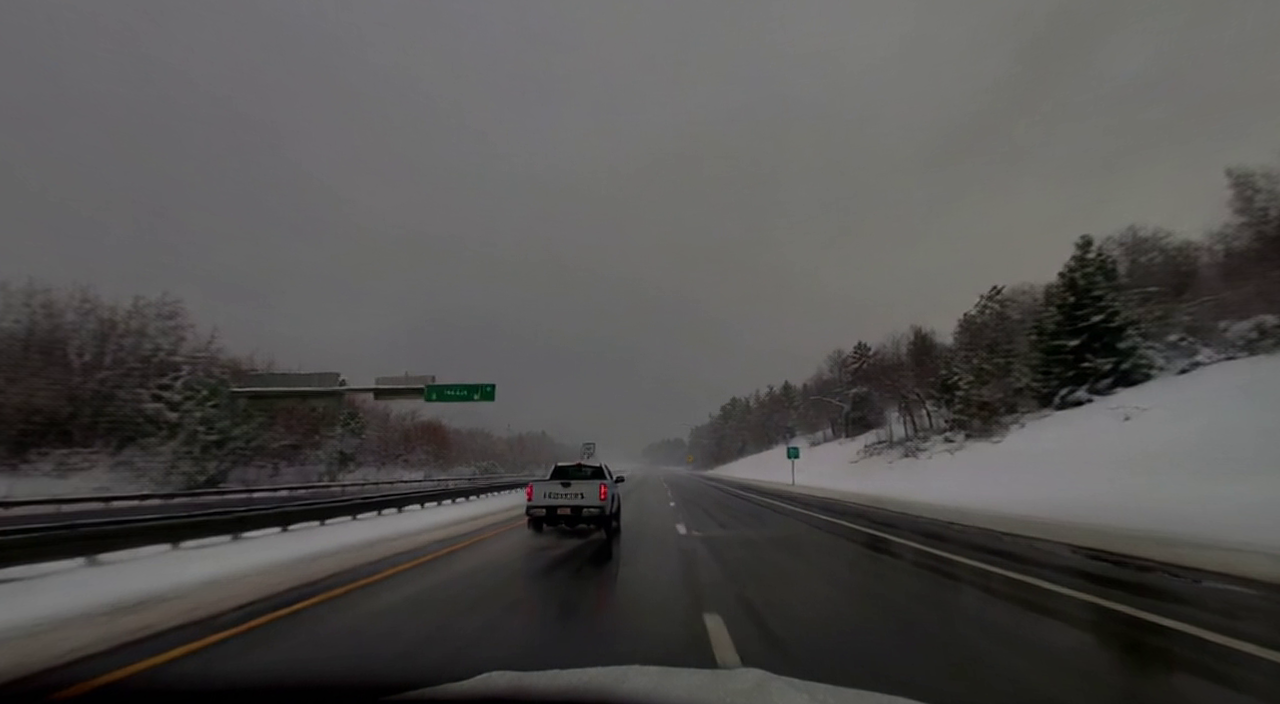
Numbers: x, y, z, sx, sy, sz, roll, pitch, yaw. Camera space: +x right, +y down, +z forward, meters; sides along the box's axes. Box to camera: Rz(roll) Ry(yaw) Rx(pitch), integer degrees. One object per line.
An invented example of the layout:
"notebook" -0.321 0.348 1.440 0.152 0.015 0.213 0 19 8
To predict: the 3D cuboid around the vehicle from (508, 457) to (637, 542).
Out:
"vehicle" -1.273 3.194 14.237 2.135 1.506 5.041 0 -10 2
